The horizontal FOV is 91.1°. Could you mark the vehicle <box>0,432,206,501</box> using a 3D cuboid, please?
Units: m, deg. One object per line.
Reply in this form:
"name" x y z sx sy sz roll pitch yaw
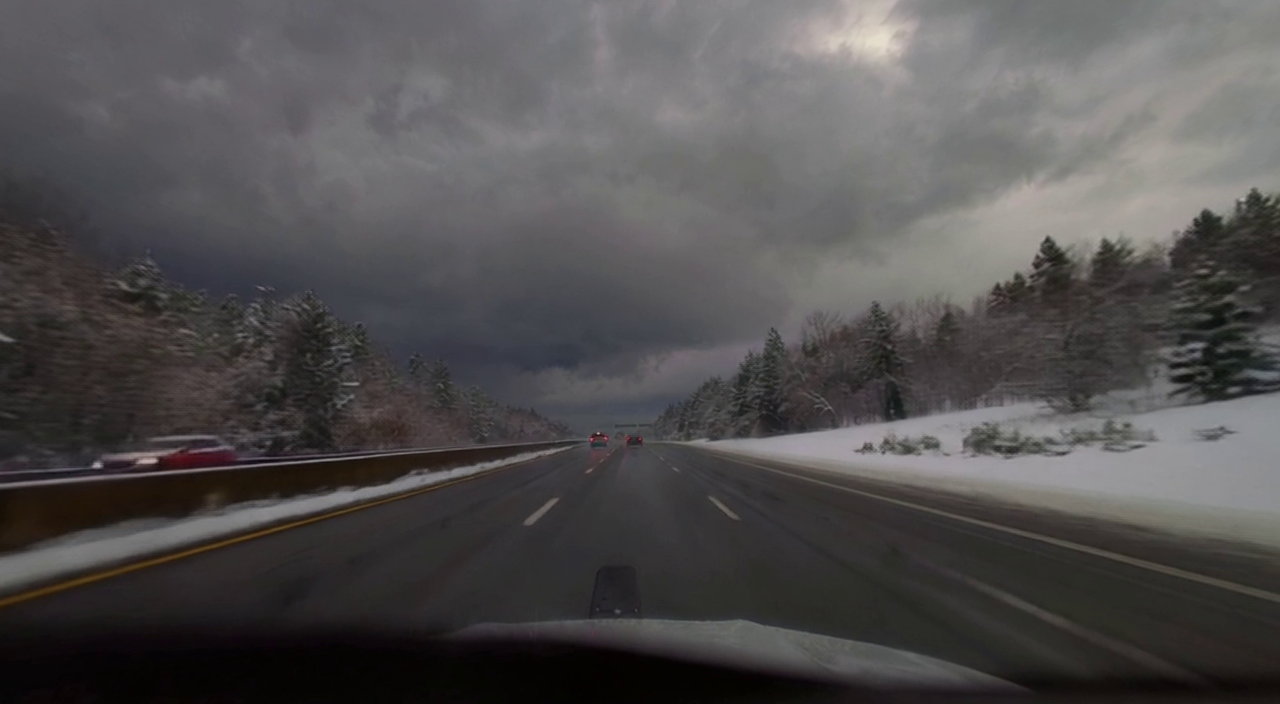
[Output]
"vehicle" -16.190 3.378 19.239 1.997 1.795 5.328 0 -8 0
